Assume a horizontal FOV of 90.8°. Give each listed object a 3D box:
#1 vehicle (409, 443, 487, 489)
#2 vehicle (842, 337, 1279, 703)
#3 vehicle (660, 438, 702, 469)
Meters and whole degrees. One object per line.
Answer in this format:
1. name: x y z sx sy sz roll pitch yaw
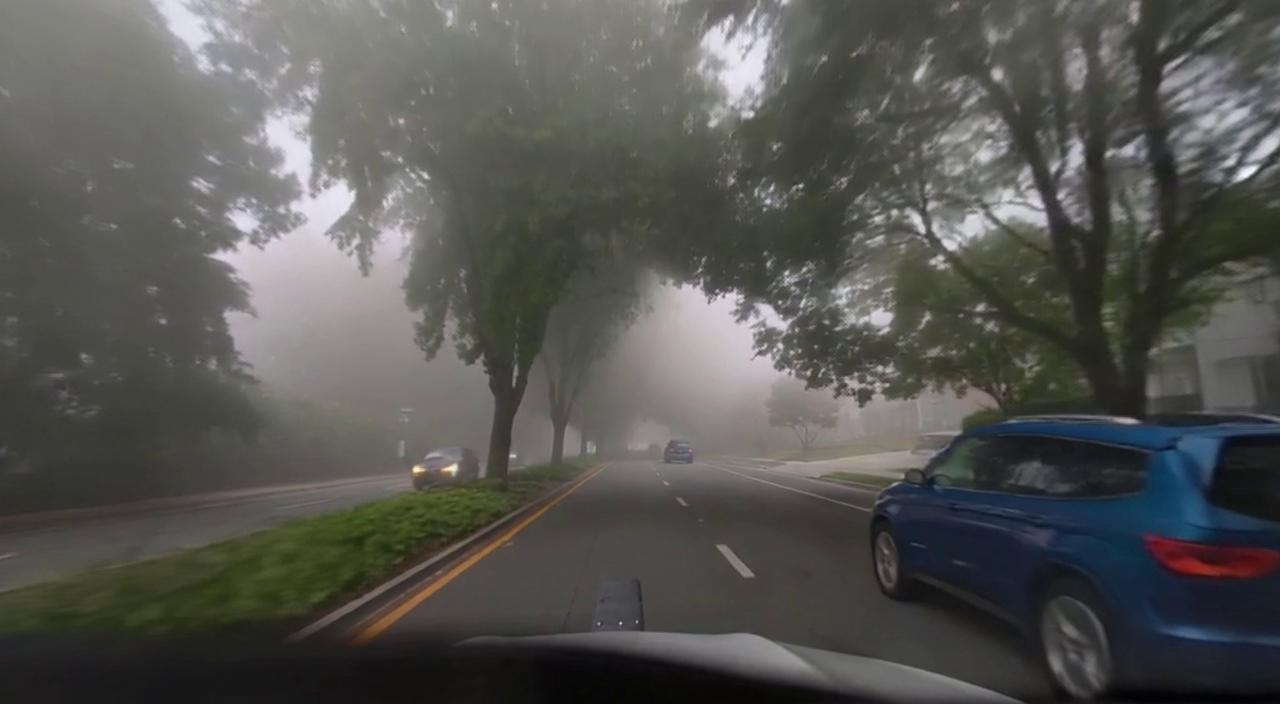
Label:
1. vehicle: -8.114 4.840 27.114 1.973 1.701 4.338 -2 -9 0
2. vehicle: 3.079 1.037 3.919 2.066 1.603 4.475 0 -8 -1
3. vehicle: 2.418 6.139 38.365 2.164 1.725 4.285 0 -9 -1
